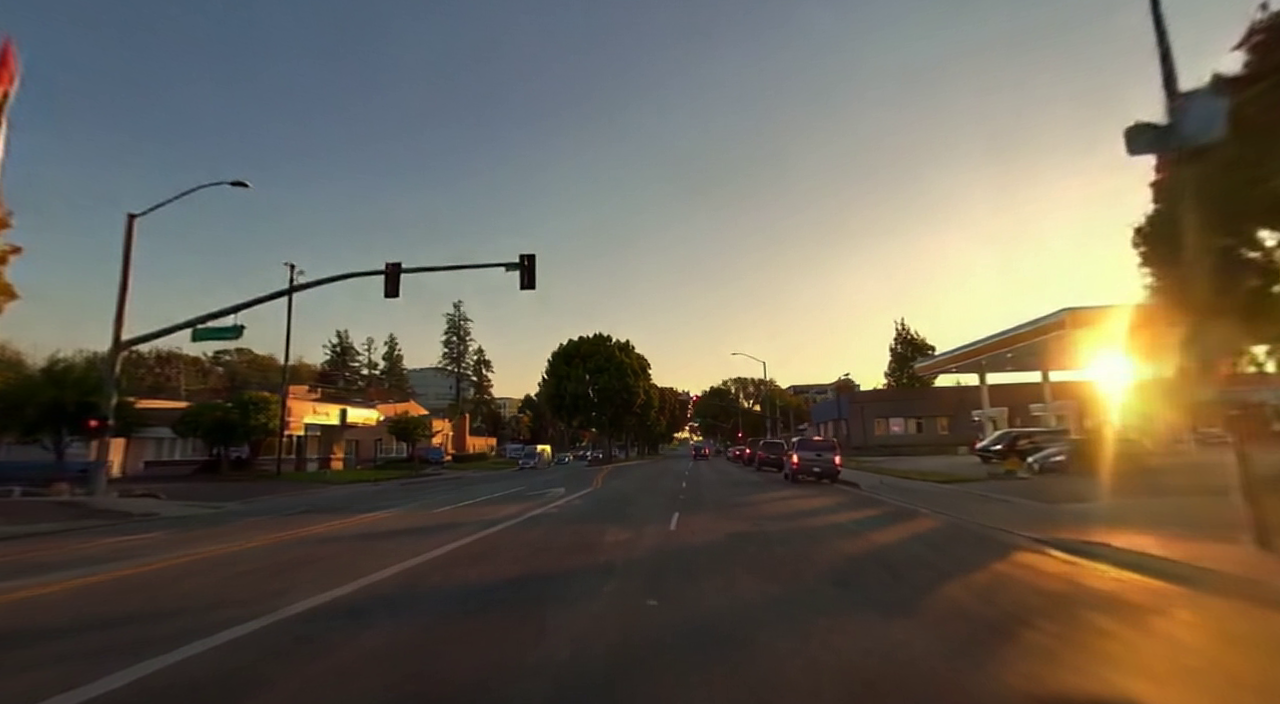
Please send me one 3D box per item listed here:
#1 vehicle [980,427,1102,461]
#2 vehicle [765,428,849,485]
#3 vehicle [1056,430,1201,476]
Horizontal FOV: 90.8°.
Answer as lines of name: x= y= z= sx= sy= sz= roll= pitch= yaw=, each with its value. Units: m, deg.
vehicle: x=19.264 y=4.476 z=30.540 sx=4.421 sy=1.548 sz=2.061 roll=-1 pitch=-9 yaw=7
vehicle: x=6.100 y=3.886 z=23.707 sx=2.194 sy=1.896 sz=5.049 roll=-1 pitch=-9 yaw=5
vehicle: x=16.737 y=3.494 z=22.009 sx=1.919 sy=1.411 sz=4.440 roll=-1 pitch=-9 yaw=7
